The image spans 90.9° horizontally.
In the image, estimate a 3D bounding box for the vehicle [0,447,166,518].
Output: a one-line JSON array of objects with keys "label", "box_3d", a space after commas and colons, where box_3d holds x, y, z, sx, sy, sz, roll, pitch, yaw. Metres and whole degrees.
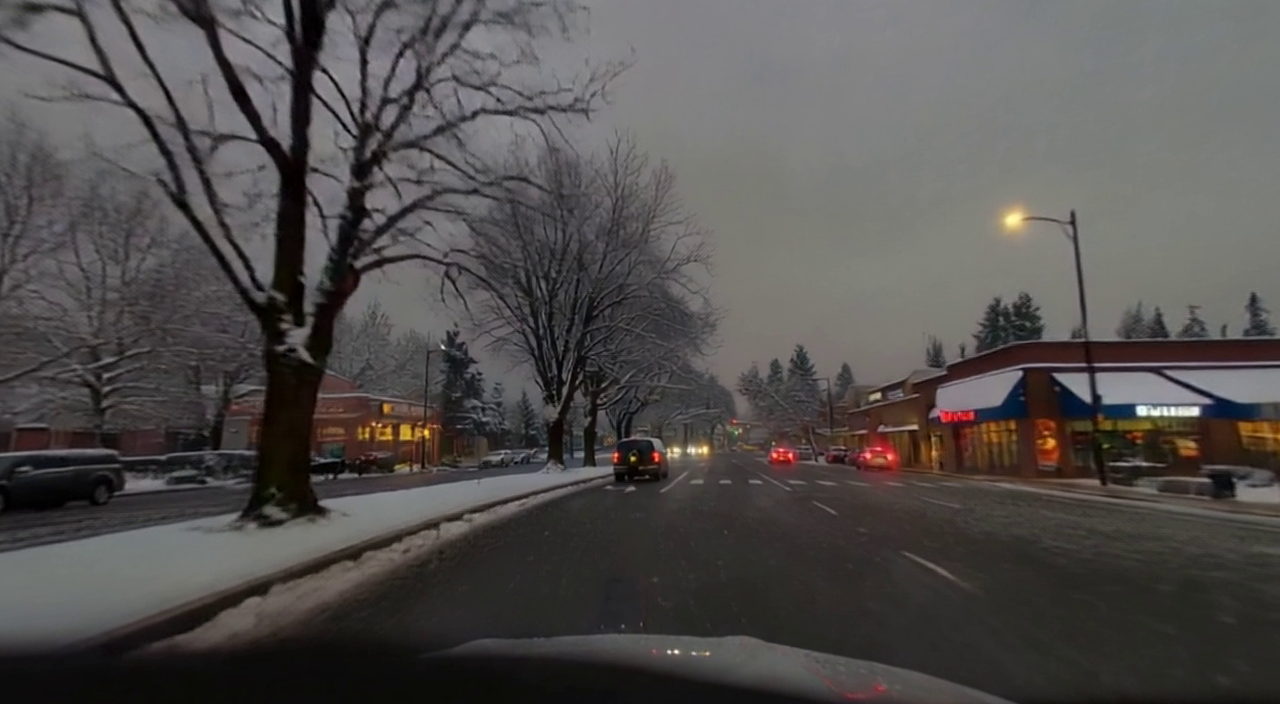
[{"label": "vehicle", "box_3d": [-16.915, 3.624, 18.094, 1.914, 1.785, 5.408, -1, -9, 7]}]

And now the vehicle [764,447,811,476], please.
[{"label": "vehicle", "box_3d": [8.016, 5.948, 34.695, 1.886, 1.464, 4.290, -1, -8, 5]}]

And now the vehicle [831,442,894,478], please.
[{"label": "vehicle", "box_3d": [11.594, 5.614, 33.216, 2.040, 1.738, 4.414, -1, -8, 5]}]

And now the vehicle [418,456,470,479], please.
[{"label": "vehicle", "box_3d": [-13.599, 8.018, 44.117, 1.877, 1.445, 4.436, -1, -8, 5]}]

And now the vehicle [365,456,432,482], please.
[{"label": "vehicle", "box_3d": [-14.471, 7.021, 38.035, 1.797, 1.351, 4.300, -1, -9, 8]}]

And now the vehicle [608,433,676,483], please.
[{"label": "vehicle", "box_3d": [0.212, 4.333, 26.151, 2.344, 1.863, 4.665, -1, -8, 6]}]

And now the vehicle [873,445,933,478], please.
[{"label": "vehicle", "box_3d": [15.113, 6.251, 36.429, 2.076, 1.759, 3.970, -1, -8, 6]}]
